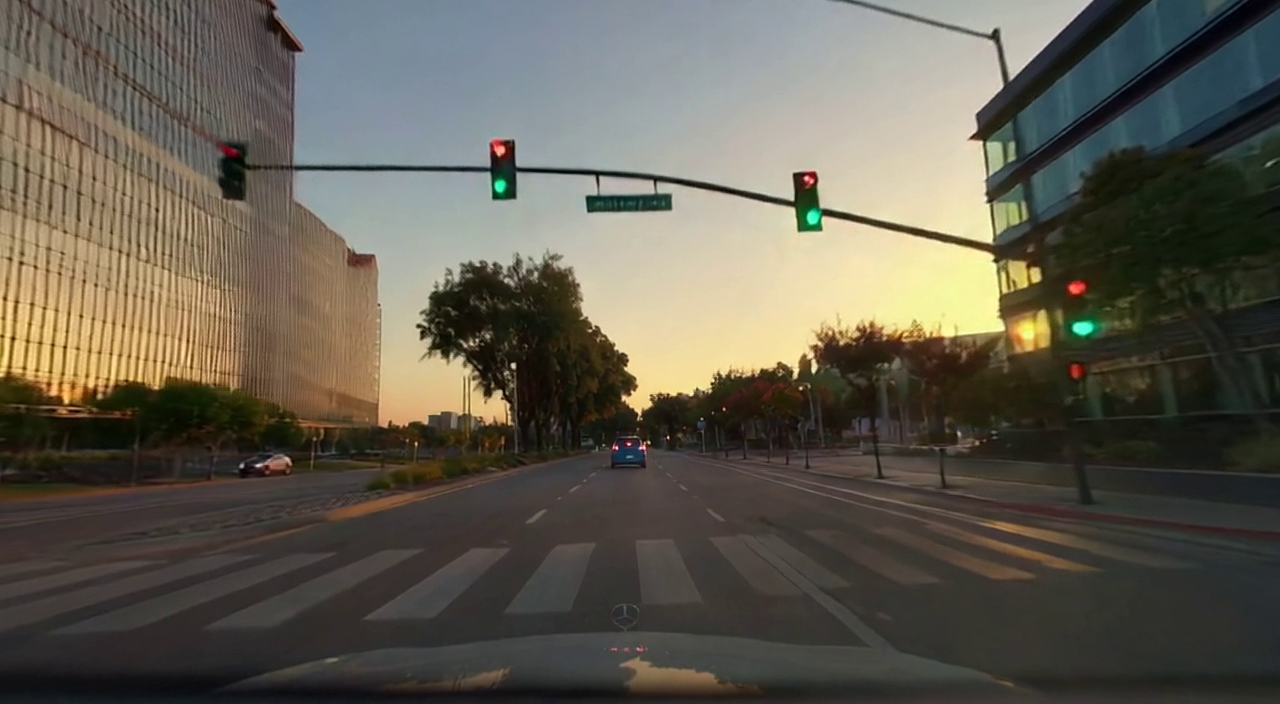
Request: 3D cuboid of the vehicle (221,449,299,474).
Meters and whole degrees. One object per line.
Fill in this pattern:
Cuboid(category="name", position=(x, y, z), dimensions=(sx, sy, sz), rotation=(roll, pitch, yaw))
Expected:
Cuboid(category="vehicle", position=(-29.663, 8.543, 49.458), dimensions=(4.813, 1.783, 1.983), rotation=(2, -9, -20))

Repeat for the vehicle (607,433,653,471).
Cuboid(category="vehicle", position=(-0.523, 5.349, 34.037), dimensions=(2.313, 1.860, 4.319), rotation=(0, -8, -1))
